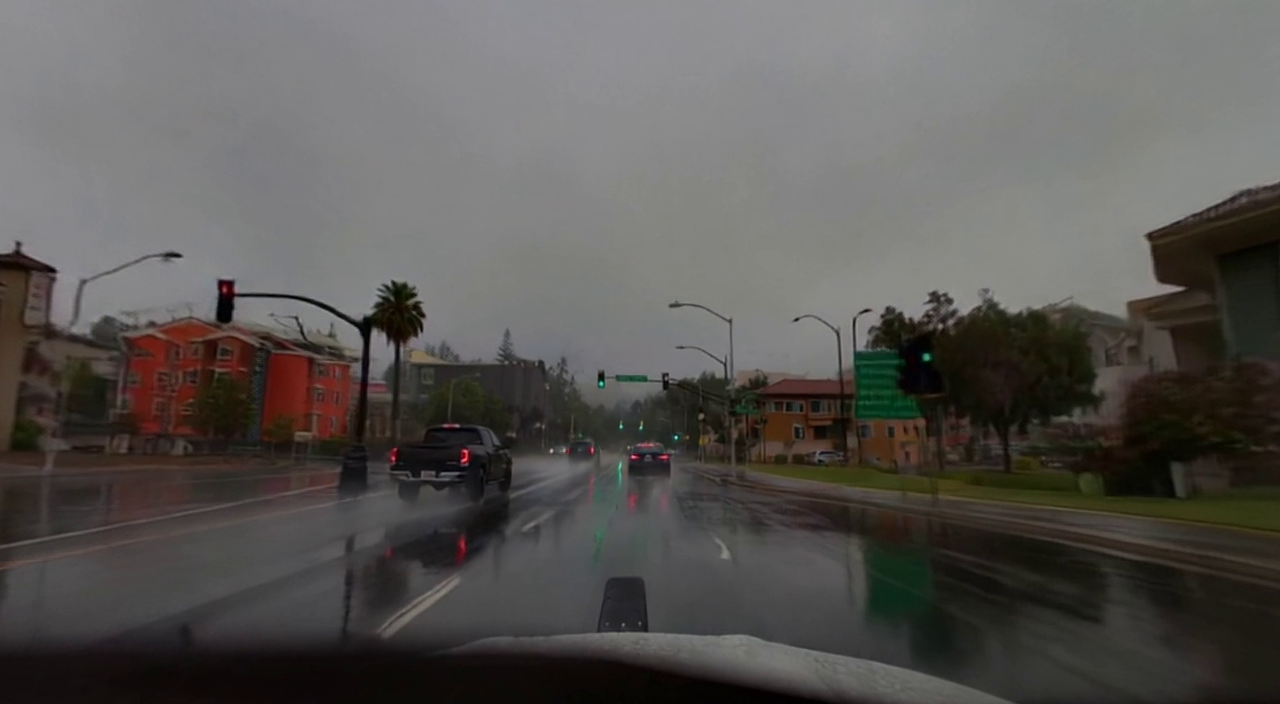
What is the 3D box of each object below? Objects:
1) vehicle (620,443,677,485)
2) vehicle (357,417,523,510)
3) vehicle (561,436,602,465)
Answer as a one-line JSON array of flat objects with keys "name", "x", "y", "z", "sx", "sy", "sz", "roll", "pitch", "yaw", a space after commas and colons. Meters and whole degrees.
[{"name": "vehicle", "x": 0.376, "y": 4.523, "z": 25.647, "sx": 2.122, "sy": 1.562, "sz": 4.152, "roll": 0, "pitch": -8, "yaw": 1}, {"name": "vehicle", "x": -4.759, "y": 2.783, "z": 16.210, "sx": 2.187, "sy": 1.904, "sz": 6.103, "roll": 0, "pitch": -8, "yaw": 1}, {"name": "vehicle", "x": -4.301, "y": 7.415, "z": 47.326, "sx": 2.447, "sy": 2.062, "sz": 5.911, "roll": 0, "pitch": -8, "yaw": 1}]
